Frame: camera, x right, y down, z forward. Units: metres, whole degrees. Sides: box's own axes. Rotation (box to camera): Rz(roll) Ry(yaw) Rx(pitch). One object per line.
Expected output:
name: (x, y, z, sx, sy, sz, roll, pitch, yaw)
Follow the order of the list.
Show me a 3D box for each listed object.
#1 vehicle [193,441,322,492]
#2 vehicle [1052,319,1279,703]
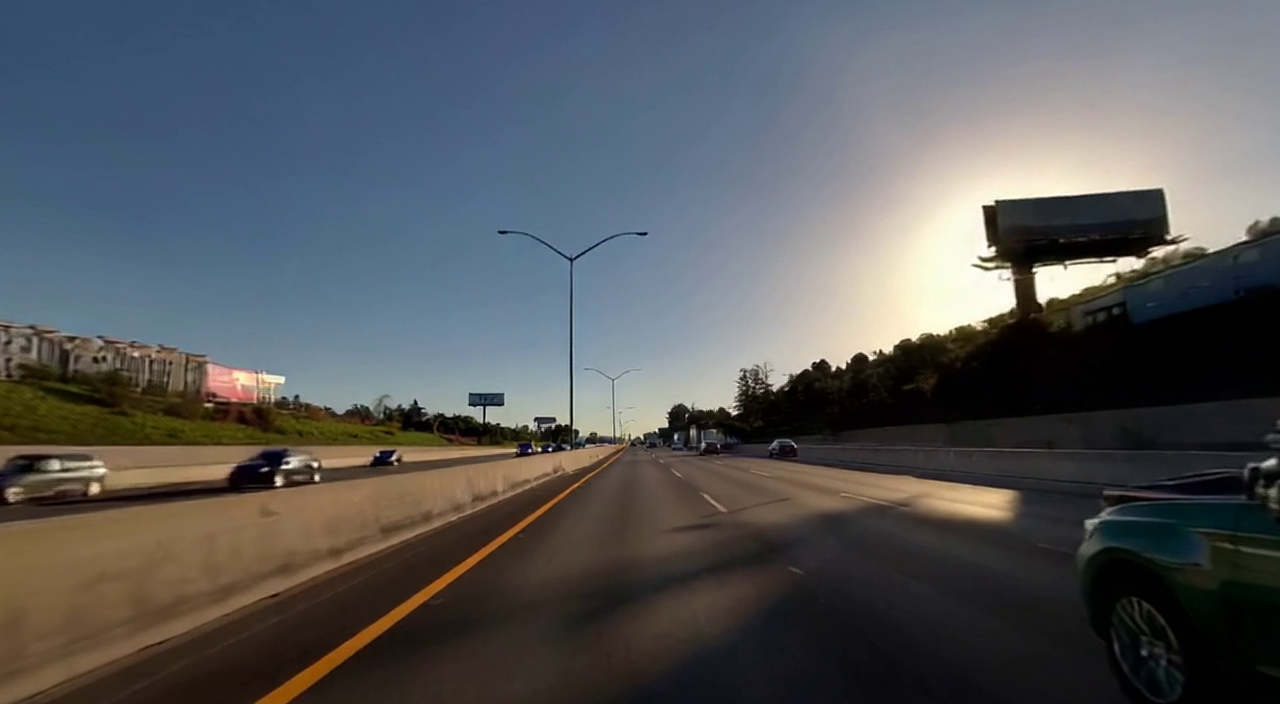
vehicle: (-14.598, 4.361, 24.536, 2.011, 1.732, 4.825, 0, -8, 0)
vehicle: (3.308, 0.581, 1.222, 1.973, 1.710, 4.476, 0, -8, 0)
